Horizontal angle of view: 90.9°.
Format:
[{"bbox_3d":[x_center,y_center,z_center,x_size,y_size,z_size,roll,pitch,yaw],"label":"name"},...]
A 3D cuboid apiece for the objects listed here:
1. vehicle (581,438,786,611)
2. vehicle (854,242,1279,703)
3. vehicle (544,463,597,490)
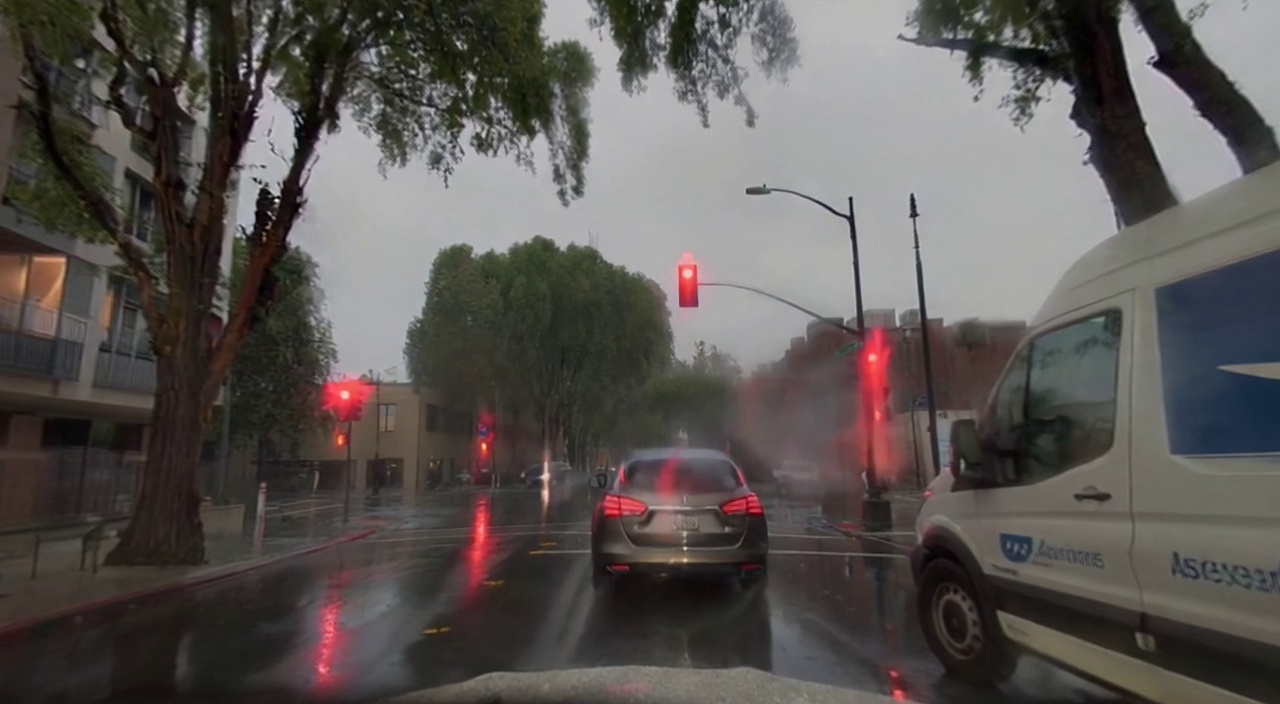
[{"bbox_3d":[0.350,1.999,7.931,1.961,1.629,3.610,1,-11,-2],"label":"vehicle"},{"bbox_3d":[2.857,0.853,2.662,2.054,1.965,5.248,1,-11,0],"label":"vehicle"},{"bbox_3d":[-4.652,8.494,43.266,1.993,1.692,4.675,-2,-11,15],"label":"vehicle"}]
